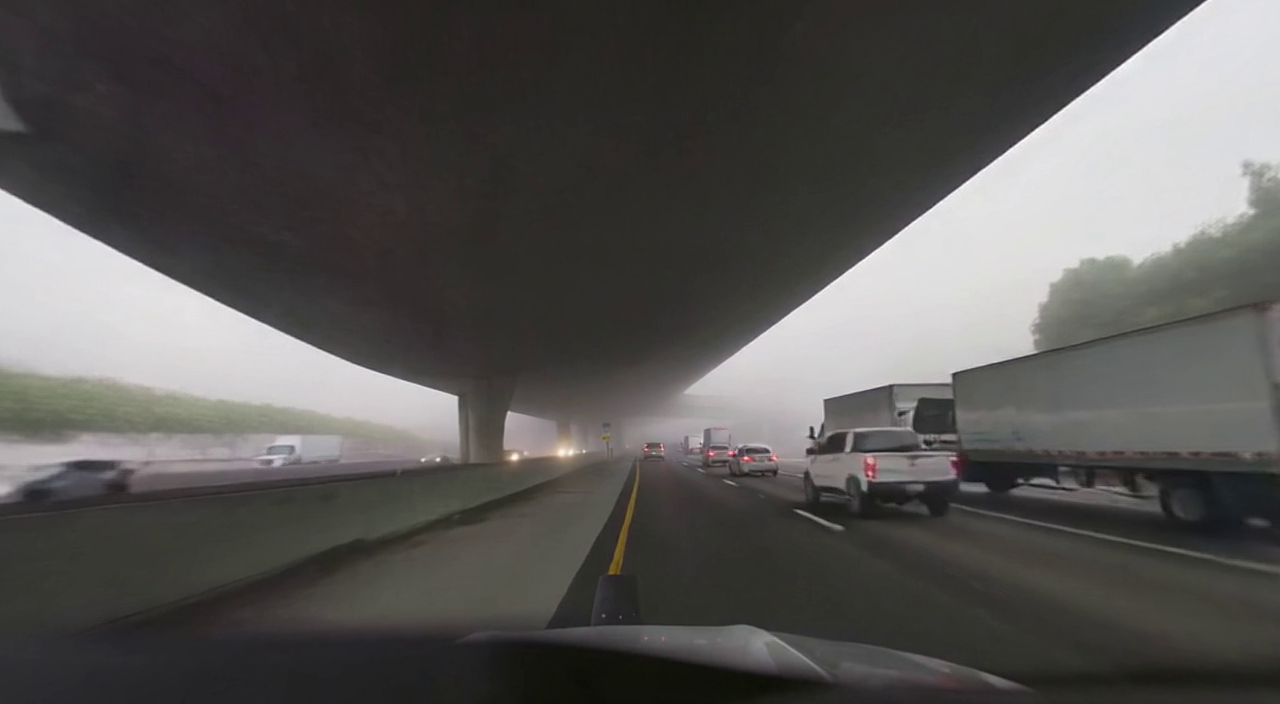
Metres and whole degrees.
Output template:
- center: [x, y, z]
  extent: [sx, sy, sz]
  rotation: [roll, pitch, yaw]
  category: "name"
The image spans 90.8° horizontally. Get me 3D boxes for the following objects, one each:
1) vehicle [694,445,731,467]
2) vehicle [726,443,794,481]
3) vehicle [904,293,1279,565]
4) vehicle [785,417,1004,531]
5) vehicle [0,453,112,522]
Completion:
- center: [5.036, 7.262, 44.148]
  extent: [1.987, 1.448, 4.356]
  rotation: [0, -8, -1]
  category: "vehicle"
- center: [5.084, 4.711, 27.470]
  extent: [1.959, 1.483, 5.135]
  rotation: [0, -8, 0]
  category: "vehicle"
- center: [8.876, 1.607, 12.165]
  extent: [2.782, 3.144, 11.091]
  rotation: [0, -8, 0]
  category: "vehicle"
- center: [4.637, 2.303, 12.562]
  extent: [2.201, 1.804, 4.801]
  rotation: [0, -9, -2]
  category: "vehicle"
- center: [-15.723, 3.286, 15.440]
  extent: [1.855, 1.550, 4.300]
  rotation: [0, -8, 1]
  category: "vehicle"
